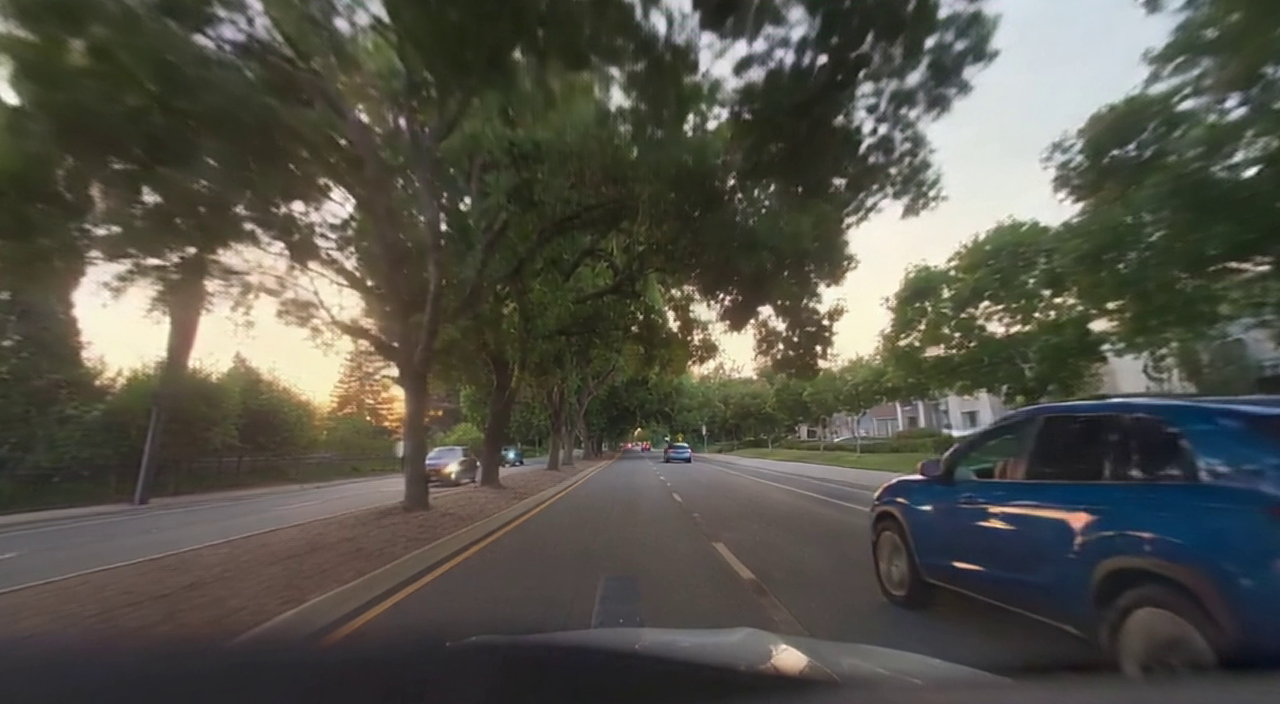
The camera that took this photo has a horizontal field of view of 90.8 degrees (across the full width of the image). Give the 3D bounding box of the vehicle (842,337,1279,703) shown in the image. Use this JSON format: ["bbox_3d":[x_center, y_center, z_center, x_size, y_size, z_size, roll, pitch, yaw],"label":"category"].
[{"bbox_3d":[3.079,1.037,3.919,2.066,1.603,4.475,0,-8,-1],"label":"vehicle"}]

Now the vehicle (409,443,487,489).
[{"bbox_3d":[-8.114,4.840,27.114,1.973,1.701,4.338,-2,-9,0],"label":"vehicle"}]

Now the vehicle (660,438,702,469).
[{"bbox_3d":[2.418,6.139,38.365,2.164,1.725,4.285,0,-9,-1],"label":"vehicle"}]
